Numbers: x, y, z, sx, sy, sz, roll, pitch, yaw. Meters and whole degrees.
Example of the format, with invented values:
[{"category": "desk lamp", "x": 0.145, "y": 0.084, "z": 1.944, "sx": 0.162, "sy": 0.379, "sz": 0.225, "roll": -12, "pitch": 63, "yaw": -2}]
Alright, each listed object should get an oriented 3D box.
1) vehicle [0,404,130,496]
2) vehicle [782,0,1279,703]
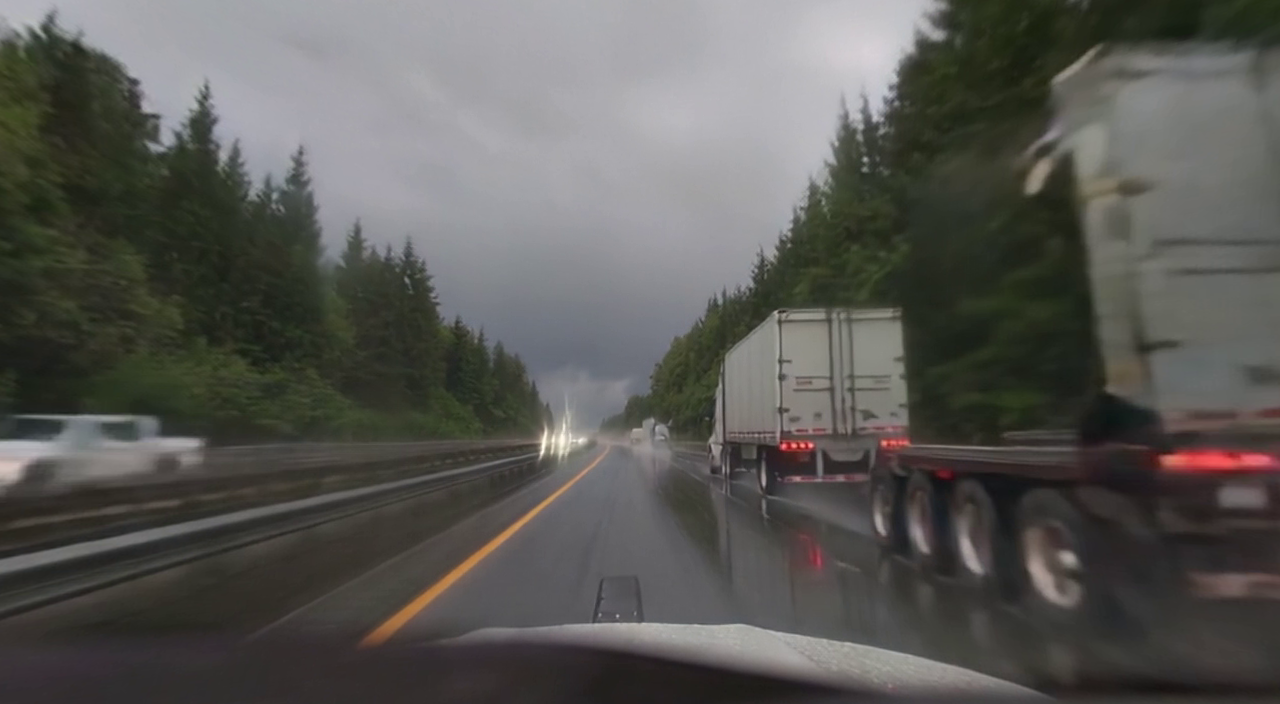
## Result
[{"category": "vehicle", "x": -11.890, "y": 1.762, "z": 11.396, "sx": 1.885, "sy": 1.570, "sz": 4.173, "roll": 0, "pitch": -8, "yaw": -1}, {"category": "vehicle", "x": 4.215, "y": 0.431, "z": 7.622, "sx": 2.861, "sy": 3.991, "sz": 8.583, "roll": 0, "pitch": -8, "yaw": -1}]
